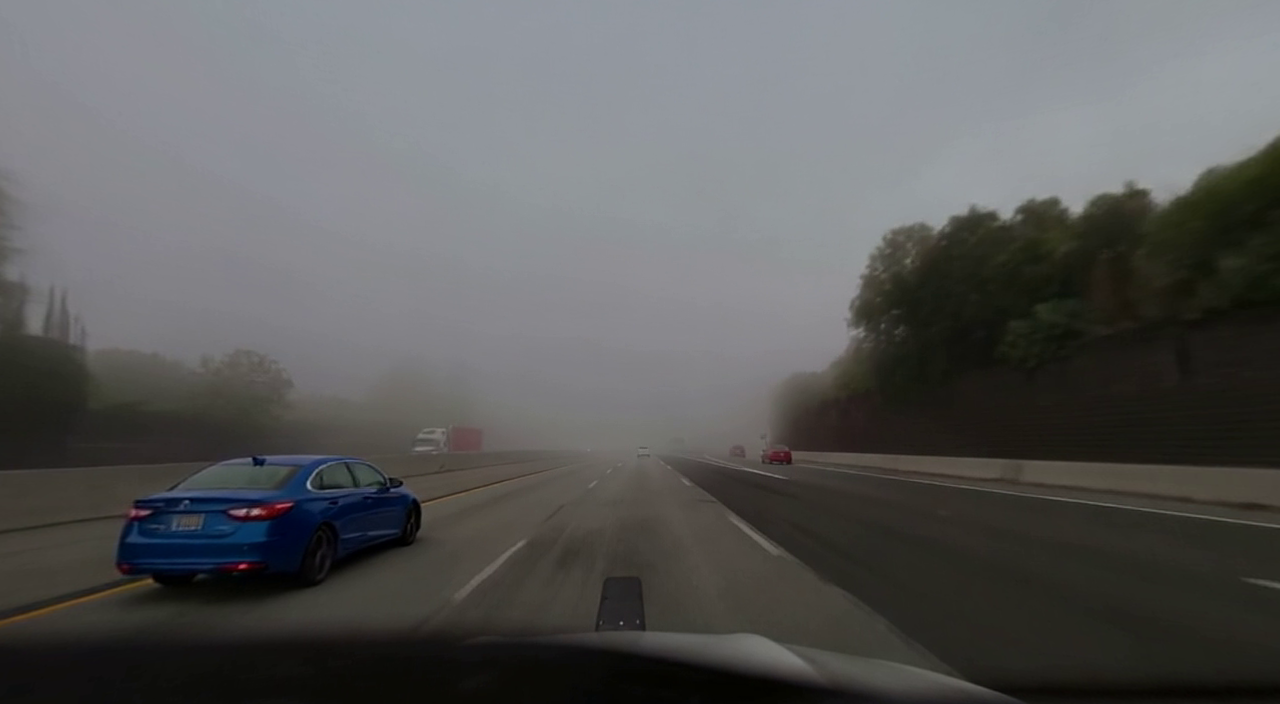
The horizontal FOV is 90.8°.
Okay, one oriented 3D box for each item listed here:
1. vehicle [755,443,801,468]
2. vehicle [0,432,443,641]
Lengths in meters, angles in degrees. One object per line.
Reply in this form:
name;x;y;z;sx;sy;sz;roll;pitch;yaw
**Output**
vehicle;8.683;6.571;40.160;1.884;1.485;4.600;0;-9;0
vehicle;-3.801;1.653;6.768;1.873;1.438;4.546;-1;-9;1
